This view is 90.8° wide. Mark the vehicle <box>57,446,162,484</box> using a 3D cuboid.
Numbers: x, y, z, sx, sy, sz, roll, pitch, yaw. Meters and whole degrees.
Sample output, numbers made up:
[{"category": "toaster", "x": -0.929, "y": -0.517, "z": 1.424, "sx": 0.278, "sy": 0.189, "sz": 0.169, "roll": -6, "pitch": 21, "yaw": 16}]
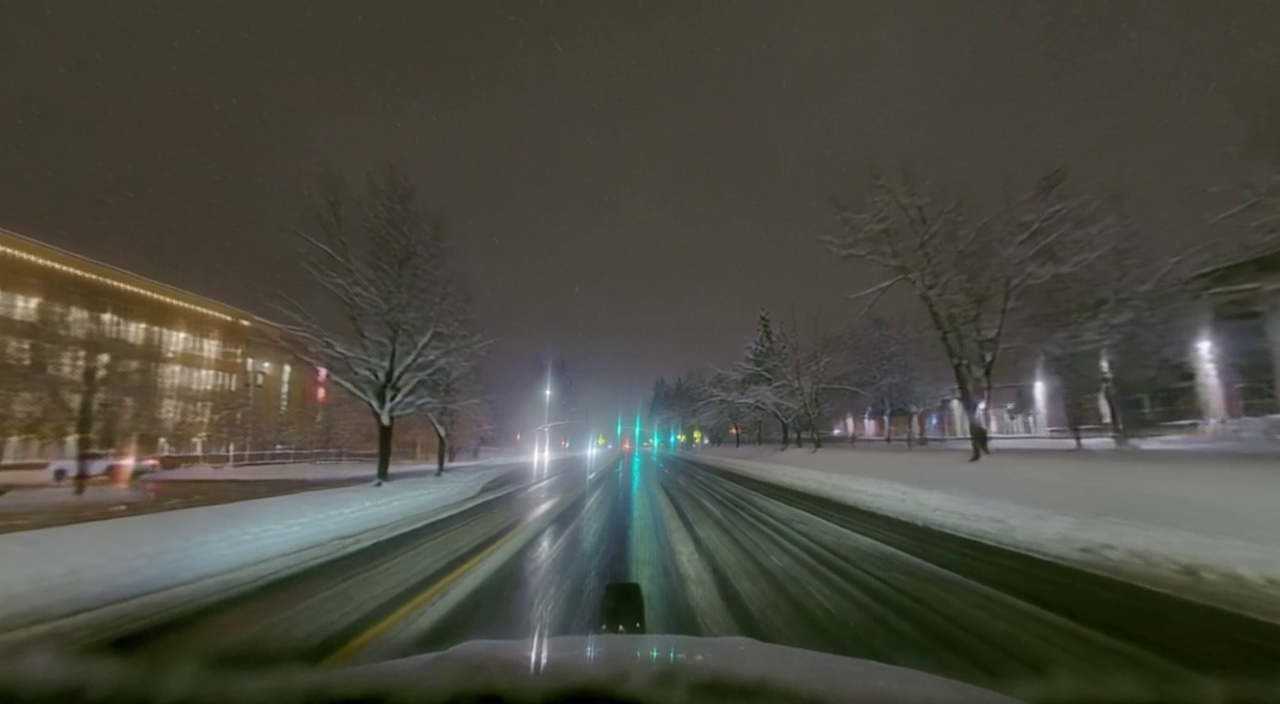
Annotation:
[{"category": "vehicle", "x": -28.337, "y": 5.994, "z": 33.950, "sx": 1.987, "sy": 1.872, "sz": 4.150, "roll": 0, "pitch": -8, "yaw": 1}]
